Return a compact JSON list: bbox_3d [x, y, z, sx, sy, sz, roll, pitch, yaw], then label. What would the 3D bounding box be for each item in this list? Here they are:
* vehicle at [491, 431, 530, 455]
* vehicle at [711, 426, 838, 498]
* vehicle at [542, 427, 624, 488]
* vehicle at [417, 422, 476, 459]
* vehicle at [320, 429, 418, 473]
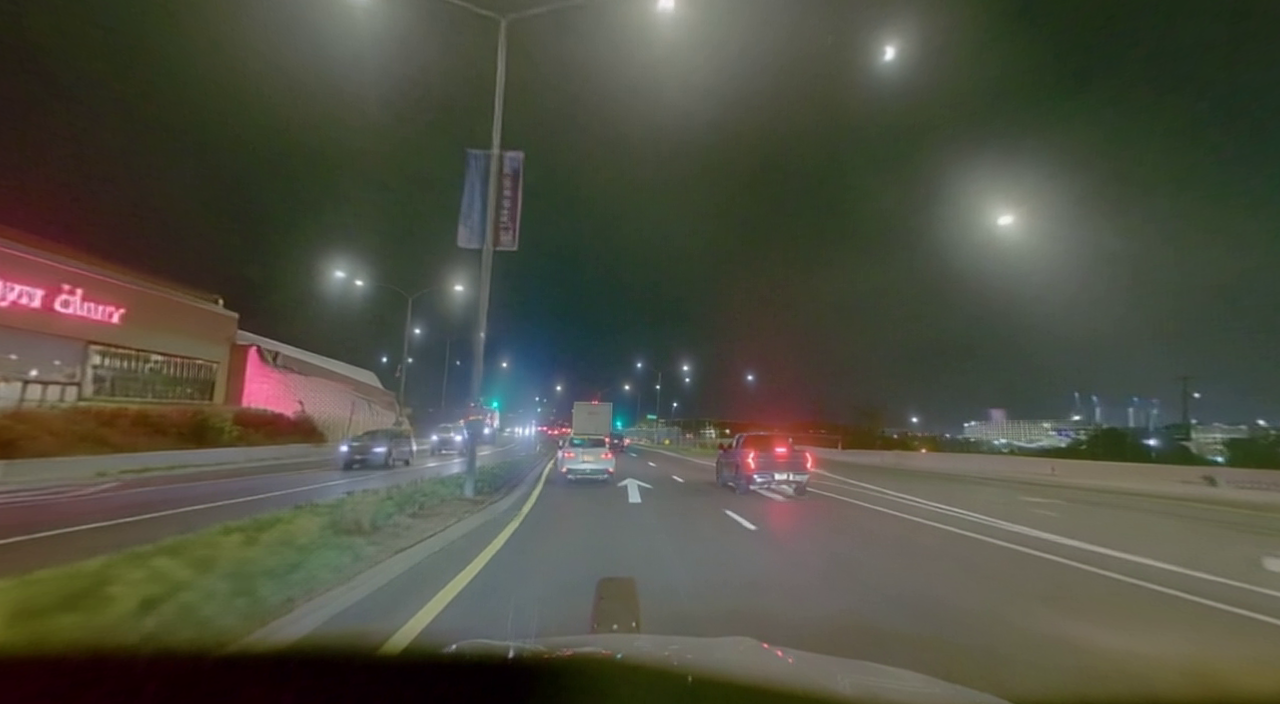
[{"bbox_3d":[-8.689,6.123,42.643,2.026,1.520,4.475,1,-8,-5],"label":"vehicle"},{"bbox_3d":[3.044,2.568,15.158,1.889,1.480,3.876,1,-8,-5],"label":"vehicle"},{"bbox_3d":[-1.614,2.831,17.272,1.991,1.472,3.518,1,-8,-7],"label":"vehicle"},{"bbox_3d":[-11.319,5.208,37.233,2.165,1.966,5.251,1,-8,-4],"label":"vehicle"},{"bbox_3d":[-10.077,3.701,23.833,1.993,1.482,4.420,1,-8,-4],"label":"vehicle"}]
